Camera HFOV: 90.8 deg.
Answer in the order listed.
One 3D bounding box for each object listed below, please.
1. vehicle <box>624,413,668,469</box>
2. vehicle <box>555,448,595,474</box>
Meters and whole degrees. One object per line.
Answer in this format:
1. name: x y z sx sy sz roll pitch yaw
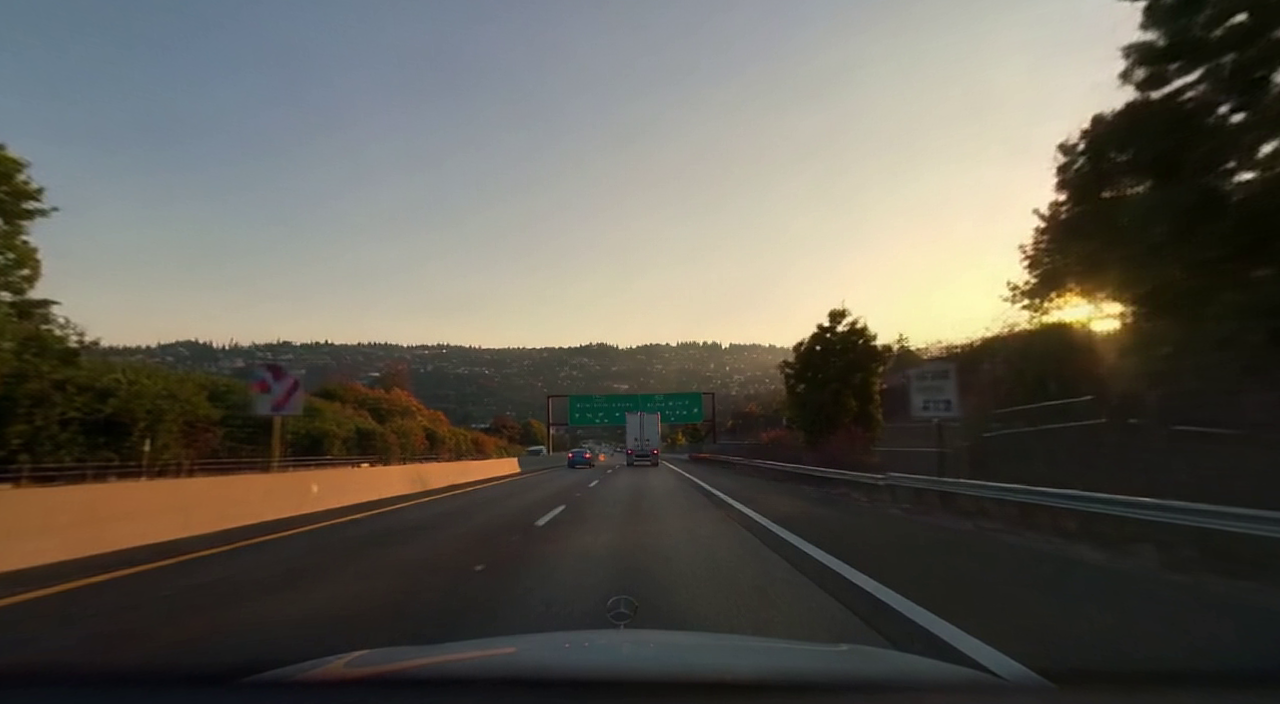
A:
1. vehicle: 0.269 6.815 47.931 2.864 3.805 9.500 0 -9 -2
2. vehicle: -4.089 6.903 40.224 2.053 1.523 4.450 0 -9 1
